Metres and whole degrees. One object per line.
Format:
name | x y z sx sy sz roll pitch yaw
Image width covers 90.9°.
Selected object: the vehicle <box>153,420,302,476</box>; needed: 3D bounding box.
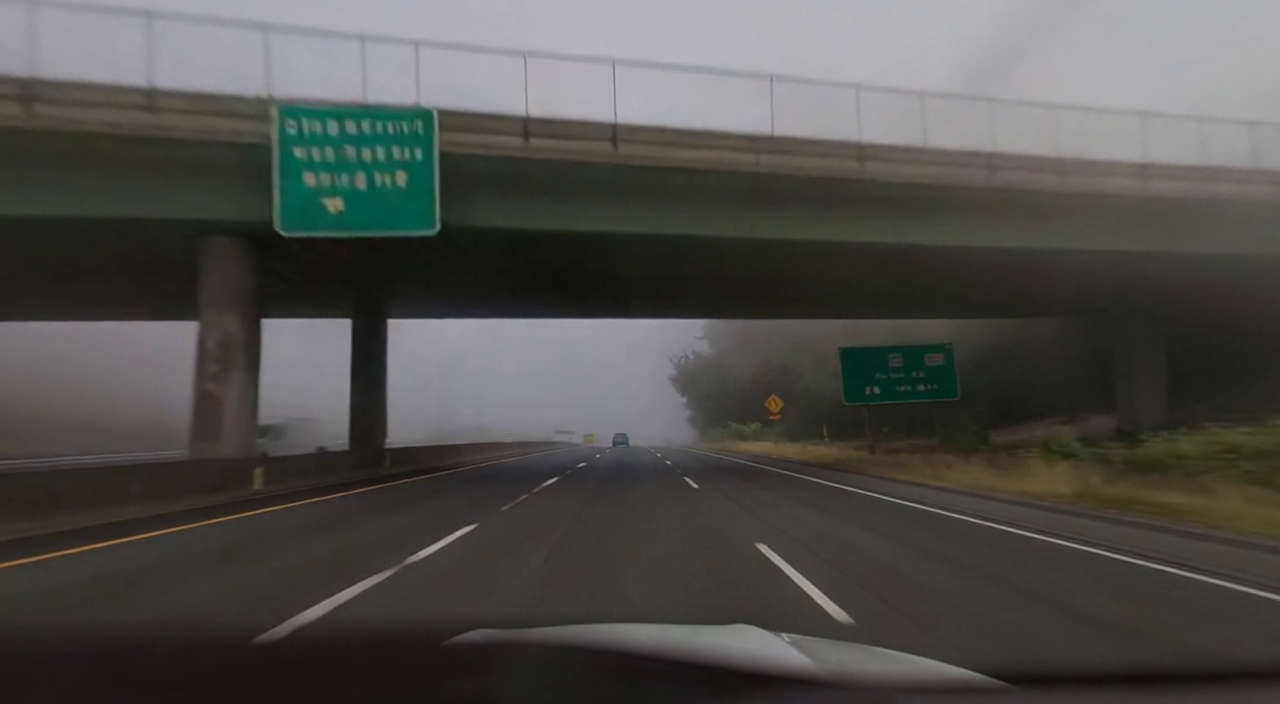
vehicle | -13.182 3.090 20.532 1.869 1.601 4.415 0 -8 0
